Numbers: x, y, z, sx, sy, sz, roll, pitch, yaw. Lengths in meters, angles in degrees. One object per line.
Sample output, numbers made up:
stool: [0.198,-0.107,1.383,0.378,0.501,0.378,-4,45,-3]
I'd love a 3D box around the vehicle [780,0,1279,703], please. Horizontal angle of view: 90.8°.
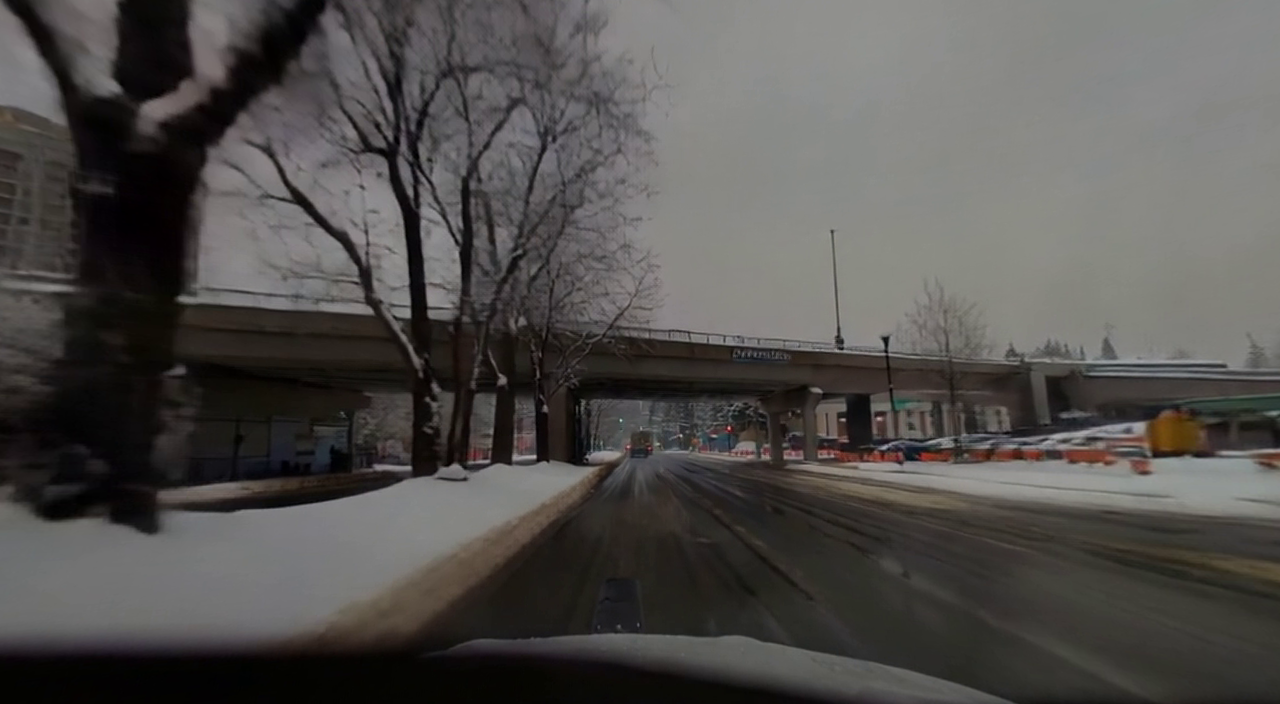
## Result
vehicle: [3.911,0.145,2.749,3.043,3.162,13.806,0,-8,-2]
